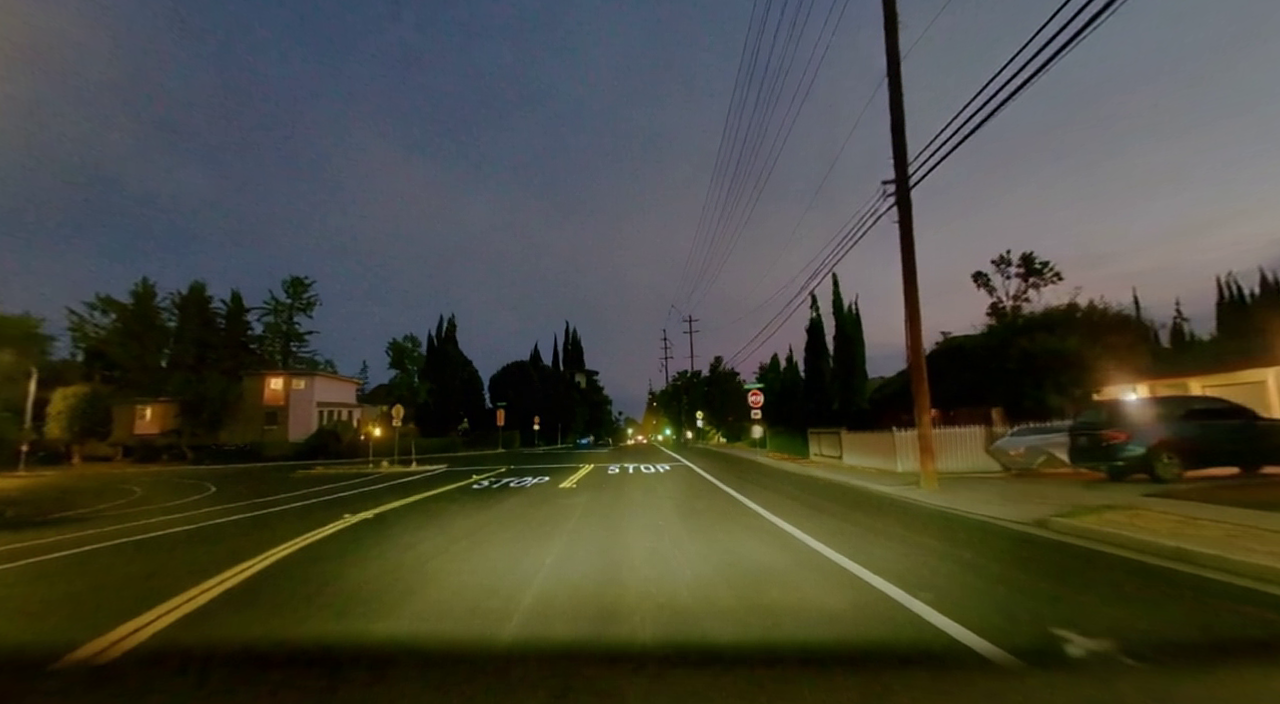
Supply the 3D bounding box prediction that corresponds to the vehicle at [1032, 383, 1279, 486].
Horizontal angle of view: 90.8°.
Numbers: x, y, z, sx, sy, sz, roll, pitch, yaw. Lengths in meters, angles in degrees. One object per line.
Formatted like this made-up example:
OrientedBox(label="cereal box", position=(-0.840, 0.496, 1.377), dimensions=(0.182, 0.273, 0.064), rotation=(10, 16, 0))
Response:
OrientedBox(label="vehicle", position=(10.700, 1.622, 12.334), dimensions=(4.544, 1.807, 2.204), rotation=(-1, -8, 3))
